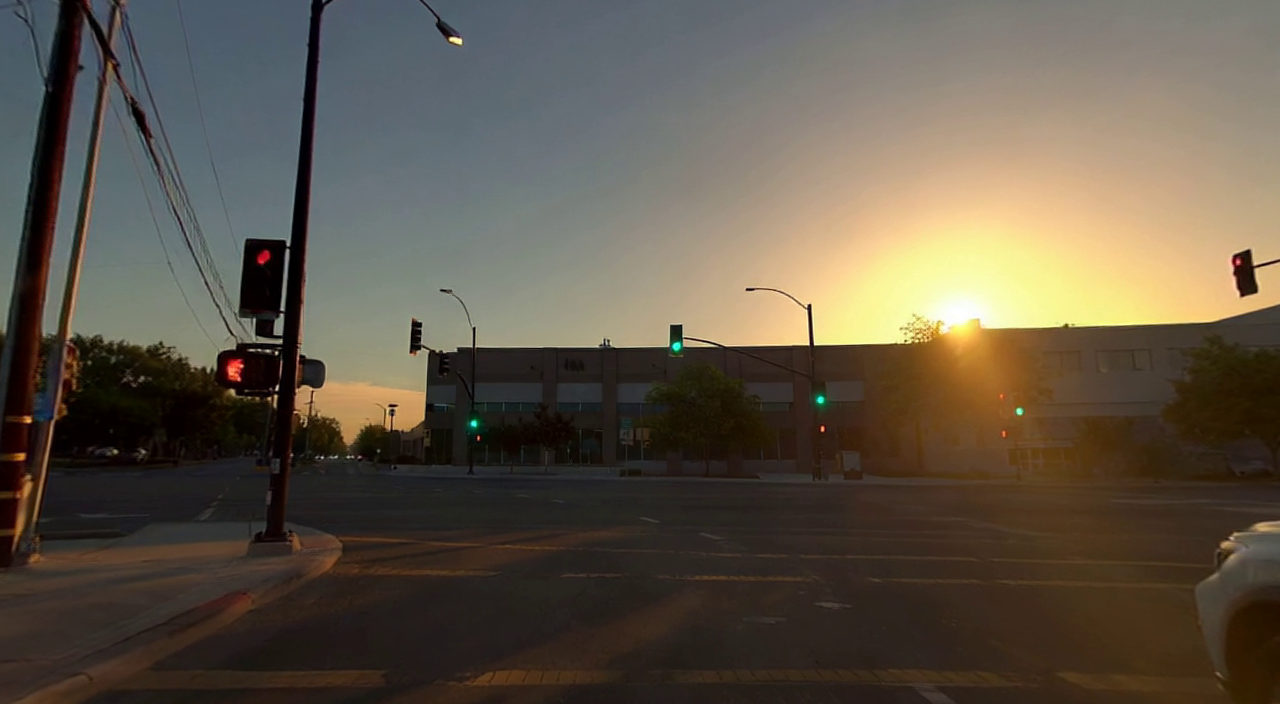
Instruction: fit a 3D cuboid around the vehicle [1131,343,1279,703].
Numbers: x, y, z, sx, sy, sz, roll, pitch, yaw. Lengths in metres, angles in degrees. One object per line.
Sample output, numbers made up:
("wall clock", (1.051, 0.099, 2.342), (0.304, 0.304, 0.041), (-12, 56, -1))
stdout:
("vehicle", (3.058, 0.566, 0.541), (1.938, 1.648, 4.211), (-1, -8, 2))
